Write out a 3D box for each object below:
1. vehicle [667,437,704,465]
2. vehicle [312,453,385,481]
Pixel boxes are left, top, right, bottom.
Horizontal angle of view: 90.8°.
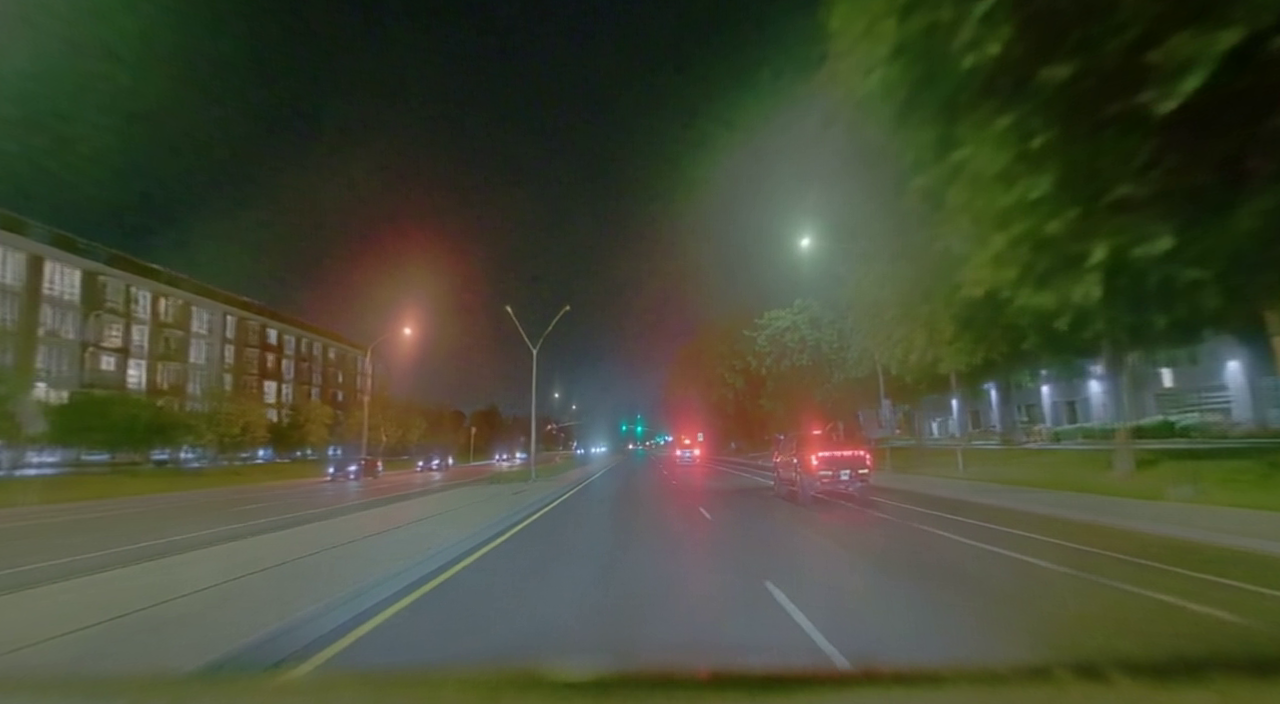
[{"bbox_3d":[3.139,6.987,44.692,2.085,1.828,5.383,0,-8,-1],"label":"vehicle"},{"bbox_3d":[-16.838,6.638,36.743,1.908,1.445,4.730,0,-8,1],"label":"vehicle"}]
